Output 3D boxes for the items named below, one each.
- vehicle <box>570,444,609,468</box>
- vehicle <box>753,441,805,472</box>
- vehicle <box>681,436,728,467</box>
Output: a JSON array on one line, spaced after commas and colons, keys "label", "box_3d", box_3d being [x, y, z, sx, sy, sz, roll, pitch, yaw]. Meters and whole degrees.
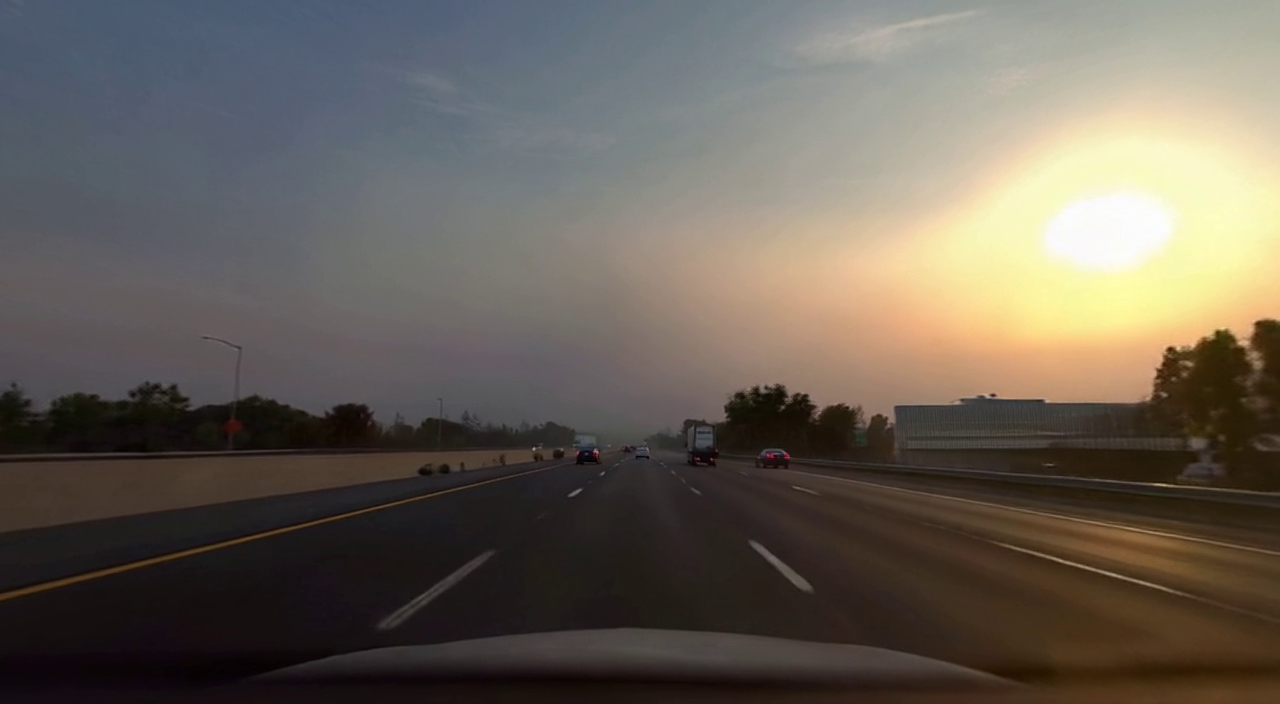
[{"label": "vehicle", "box_3d": [-3.295, 6.907, 42.051, 2.164, 1.507, 4.748, 0, -9, 1]}, {"label": "vehicle", "box_3d": [8.343, 6.316, 38.210, 2.188, 1.727, 4.381, 0, -9, 1]}, {"label": "vehicle", "box_3d": [4.432, 7.009, 44.298, 2.770, 1.990, 5.755, 0, -9, 1]}]
